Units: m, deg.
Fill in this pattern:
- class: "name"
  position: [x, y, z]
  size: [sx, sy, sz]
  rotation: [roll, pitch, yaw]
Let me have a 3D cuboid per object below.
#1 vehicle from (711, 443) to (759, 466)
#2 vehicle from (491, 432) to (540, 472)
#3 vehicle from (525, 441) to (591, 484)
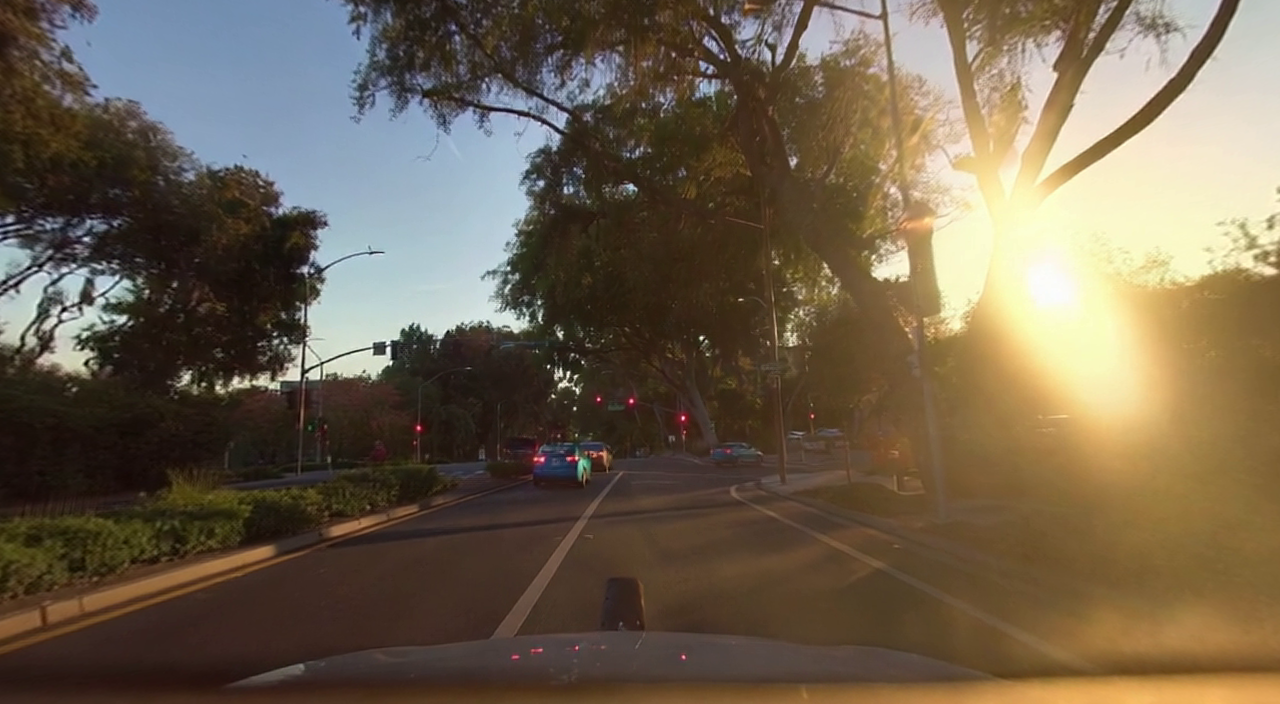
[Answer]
- class: "vehicle"
  position: [6.173, 6.580, 40.647]
  size: [1.945, 1.410, 4.284]
  rotation: [-4, -9, 24]
- class: "vehicle"
  position: [-6.849, 5.525, 34.973]
  size: [2.390, 2.020, 5.085]
  rotation: [1, -9, -10]
- class: "vehicle"
  position: [-3.066, 4.223, 24.463]
  size: [1.979, 1.492, 3.930]
  rotation: [0, -9, 1]
